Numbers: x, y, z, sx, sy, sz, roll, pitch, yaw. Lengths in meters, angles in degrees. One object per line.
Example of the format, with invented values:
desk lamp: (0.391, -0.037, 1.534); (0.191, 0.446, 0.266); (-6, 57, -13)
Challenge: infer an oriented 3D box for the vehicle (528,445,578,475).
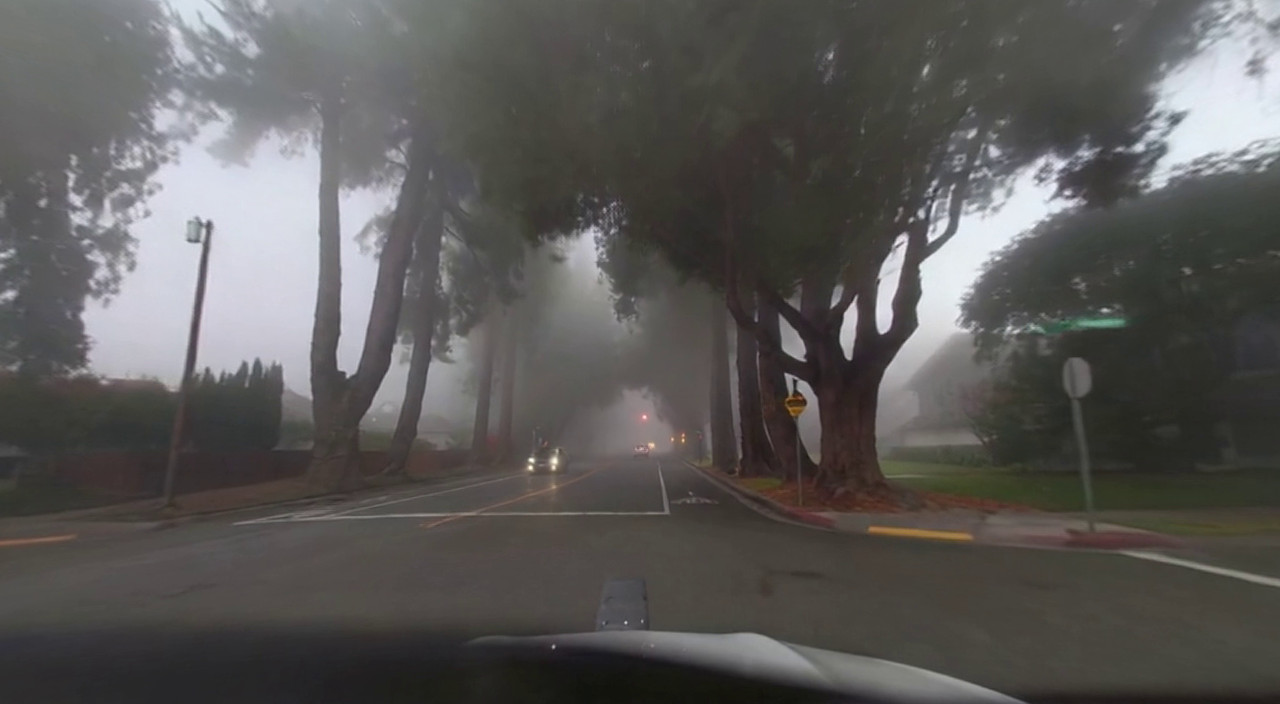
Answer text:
vehicle: (-4.730, 5.924, 34.778); (1.927, 1.521, 4.571); (0, -8, 2)
